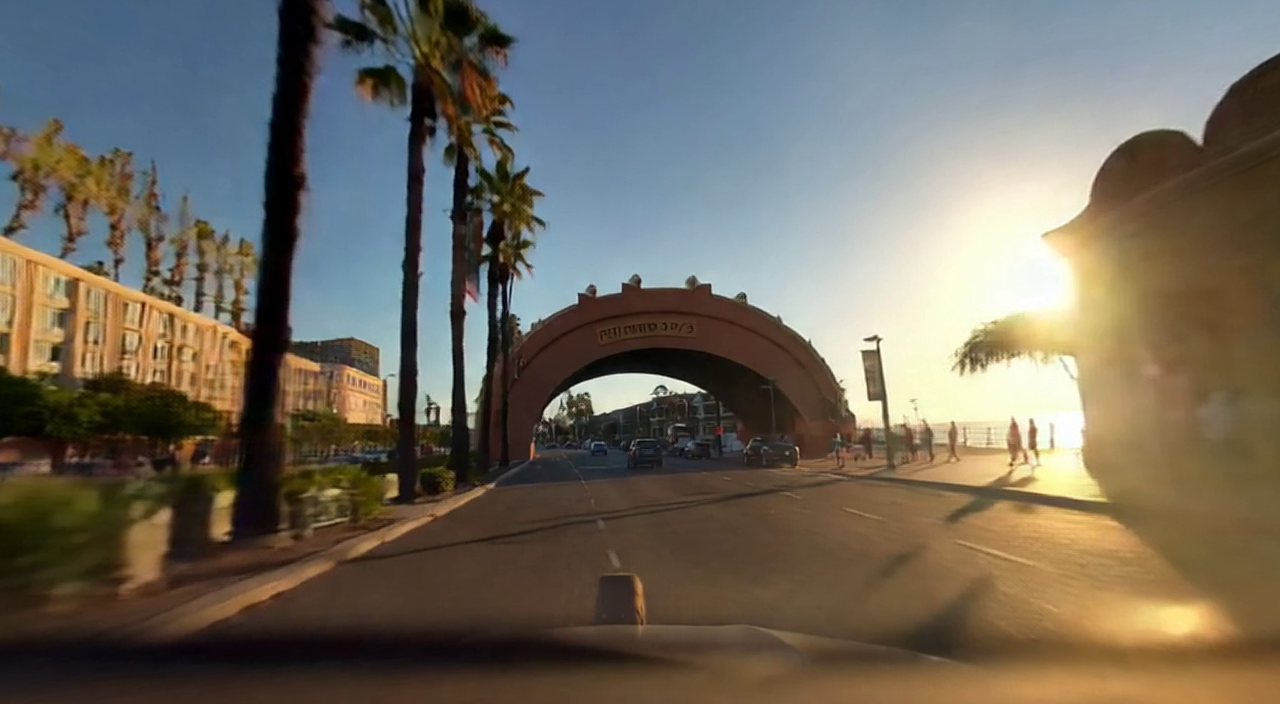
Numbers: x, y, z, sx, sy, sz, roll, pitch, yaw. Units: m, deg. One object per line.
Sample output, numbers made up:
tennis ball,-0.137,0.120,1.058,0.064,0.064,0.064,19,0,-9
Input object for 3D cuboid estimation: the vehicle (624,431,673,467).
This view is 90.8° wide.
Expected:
vehicle,0.369,5.921,38.728,2.284,2.010,6.670,0,-8,-6

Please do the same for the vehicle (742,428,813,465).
vehicle,8.145,5.694,38.191,2.417,2.030,5.711,1,-8,-7
